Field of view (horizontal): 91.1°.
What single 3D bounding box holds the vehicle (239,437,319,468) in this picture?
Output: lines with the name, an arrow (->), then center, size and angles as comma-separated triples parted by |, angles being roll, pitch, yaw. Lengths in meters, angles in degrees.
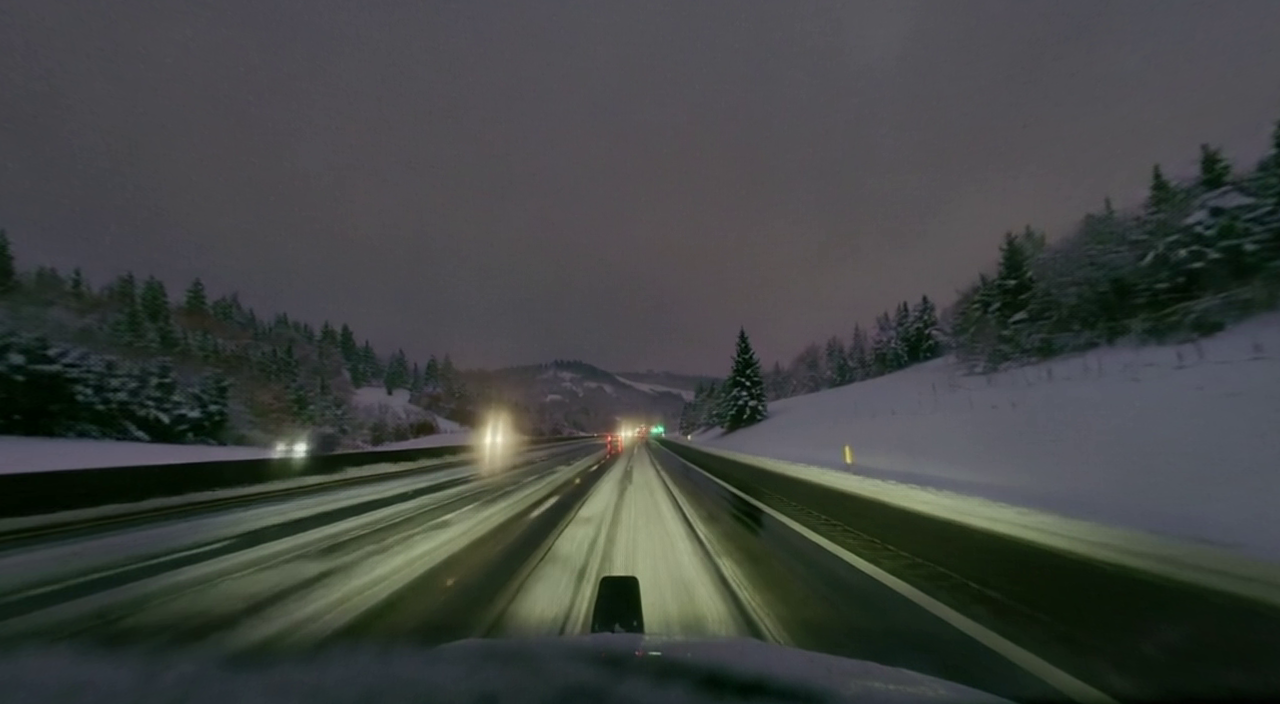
vehicle -> -19.524, 5.433, 34.231 | 1.841, 1.539, 4.319 | 0, -8, 0
